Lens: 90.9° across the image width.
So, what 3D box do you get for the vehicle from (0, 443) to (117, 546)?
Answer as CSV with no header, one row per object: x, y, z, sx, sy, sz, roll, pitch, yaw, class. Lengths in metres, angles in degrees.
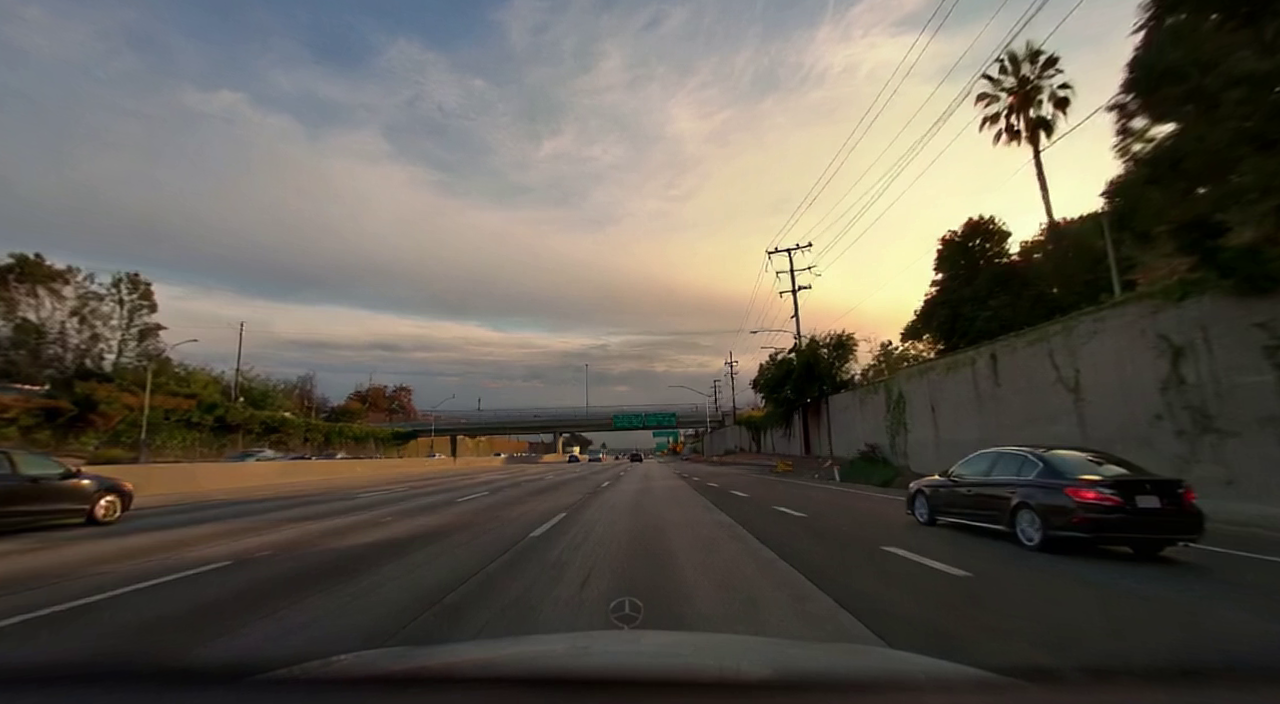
-10.261,2.000,8.728,2.056,1.476,4.562,0,-8,1,vehicle

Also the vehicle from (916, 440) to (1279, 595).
6.000,2.012,8.774,2.009,1.508,4.874,0,-8,-1,vehicle
